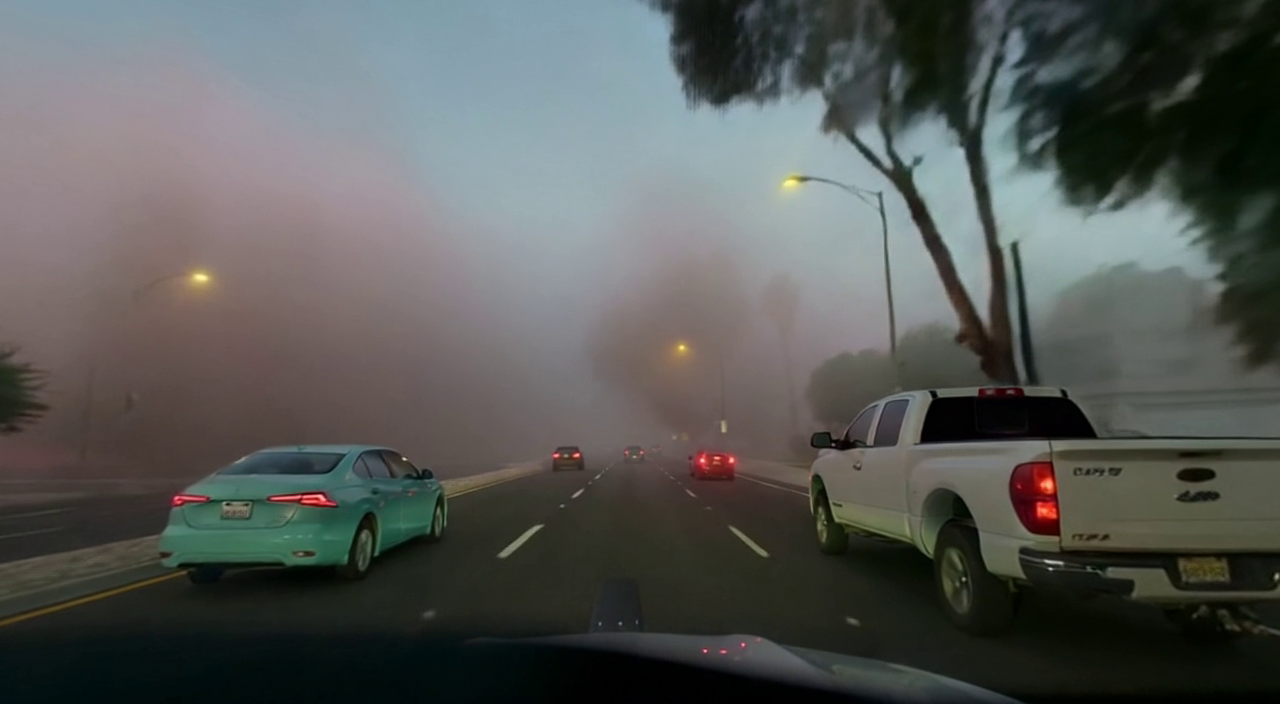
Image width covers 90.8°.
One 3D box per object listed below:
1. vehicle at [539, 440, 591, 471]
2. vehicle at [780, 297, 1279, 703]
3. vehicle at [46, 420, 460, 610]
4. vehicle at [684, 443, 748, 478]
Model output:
[{"bbox_3d":[-4.002,5.610,34.347,2.263,1.548,4.555,0,-9,0],"label":"vehicle"},{"bbox_3d":[3.237,1.156,5.829,2.478,2.030,5.723,0,-9,-1],"label":"vehicle"},{"bbox_3d":[-3.742,1.643,7.310,2.094,1.509,4.286,0,-9,0],"label":"vehicle"},{"bbox_3d":[3.324,4.879,28.611,2.149,1.421,4.805,0,-9,-2],"label":"vehicle"}]
